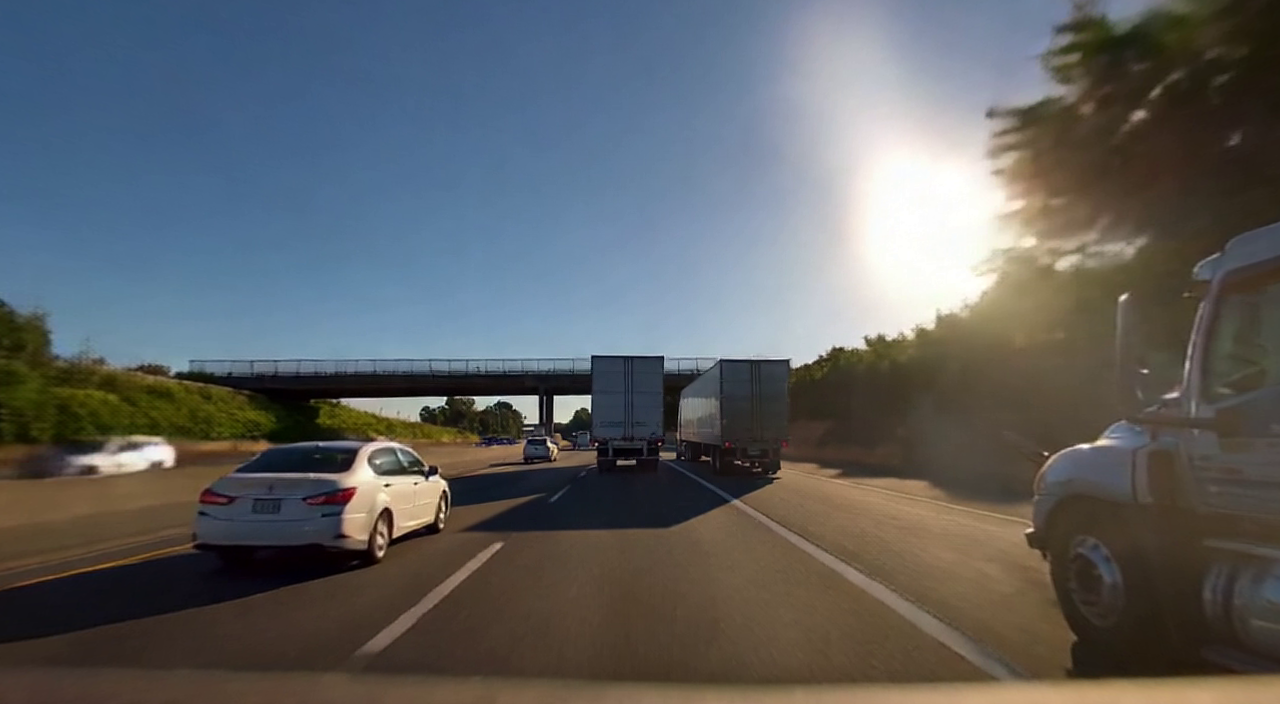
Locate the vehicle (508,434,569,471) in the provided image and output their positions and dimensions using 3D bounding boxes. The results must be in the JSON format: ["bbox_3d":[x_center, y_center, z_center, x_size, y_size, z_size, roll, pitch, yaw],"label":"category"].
[{"bbox_3d":[-4.325,4.326,27.520,2.049,1.483,3.786,0,-8,0],"label":"vehicle"}]

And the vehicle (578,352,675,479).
[{"bbox_3d":[-0.519,2.728,25.536,3.090,4.065,10.702,0,-8,-1],"label":"vehicle"}]

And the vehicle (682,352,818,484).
[{"bbox_3d":[3.621,2.710,24.366,2.817,3.886,11.491,0,-8,-2],"label":"vehicle"}]

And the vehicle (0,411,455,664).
[{"bbox_3d":[-3.446,1.399,6.057,1.894,1.460,4.662,0,-8,0],"label":"vehicle"}]

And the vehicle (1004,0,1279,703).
[{"bbox_3d":[3.934,-0.492,0.899,3.074,3.896,5.910,0,-8,-1],"label":"vehicle"}]
